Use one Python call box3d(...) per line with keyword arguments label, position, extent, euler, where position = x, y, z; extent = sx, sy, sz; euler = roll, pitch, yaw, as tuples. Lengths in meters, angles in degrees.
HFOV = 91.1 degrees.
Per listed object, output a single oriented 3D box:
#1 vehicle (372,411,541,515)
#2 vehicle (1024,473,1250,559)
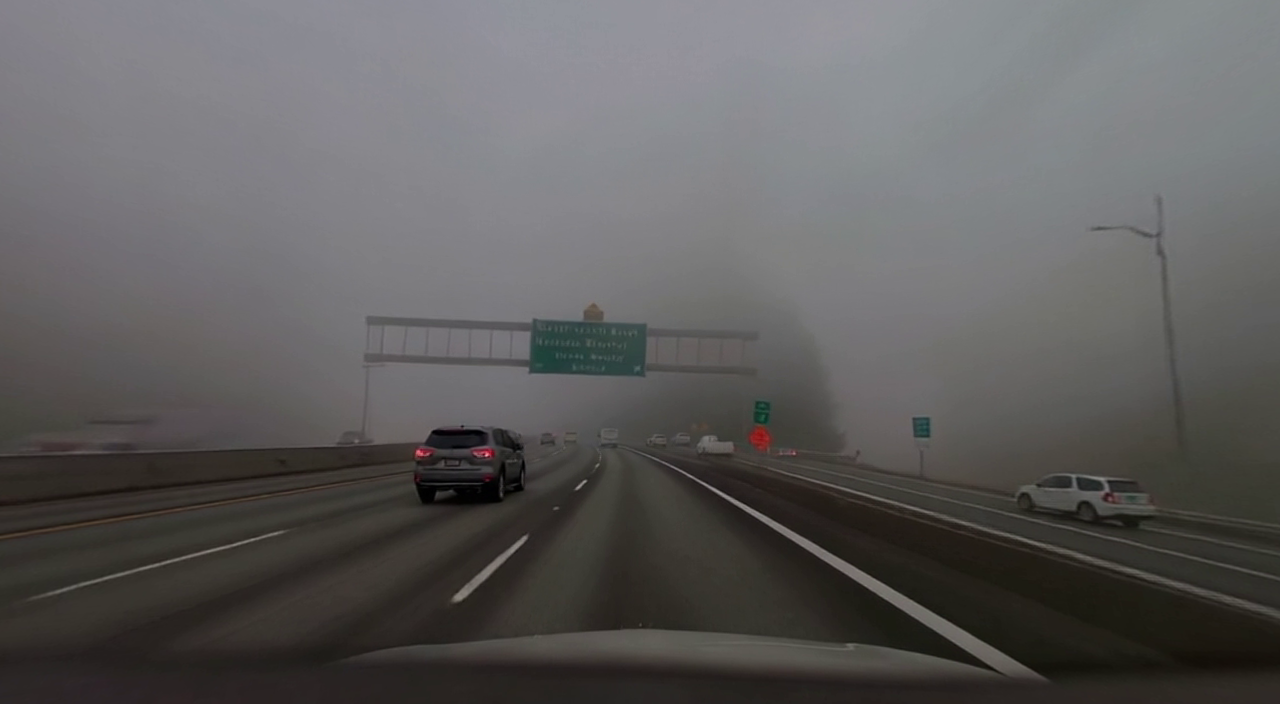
box3d(label="vehicle", position=(-3.570, 2.283, 13.443), extent=(2.142, 1.789, 5.009), euler=(0, -8, 0))
box3d(label="vehicle", position=(14.945, 4.898, 19.509), extent=(2.179, 1.976, 5.545), euler=(1, -8, -4))
